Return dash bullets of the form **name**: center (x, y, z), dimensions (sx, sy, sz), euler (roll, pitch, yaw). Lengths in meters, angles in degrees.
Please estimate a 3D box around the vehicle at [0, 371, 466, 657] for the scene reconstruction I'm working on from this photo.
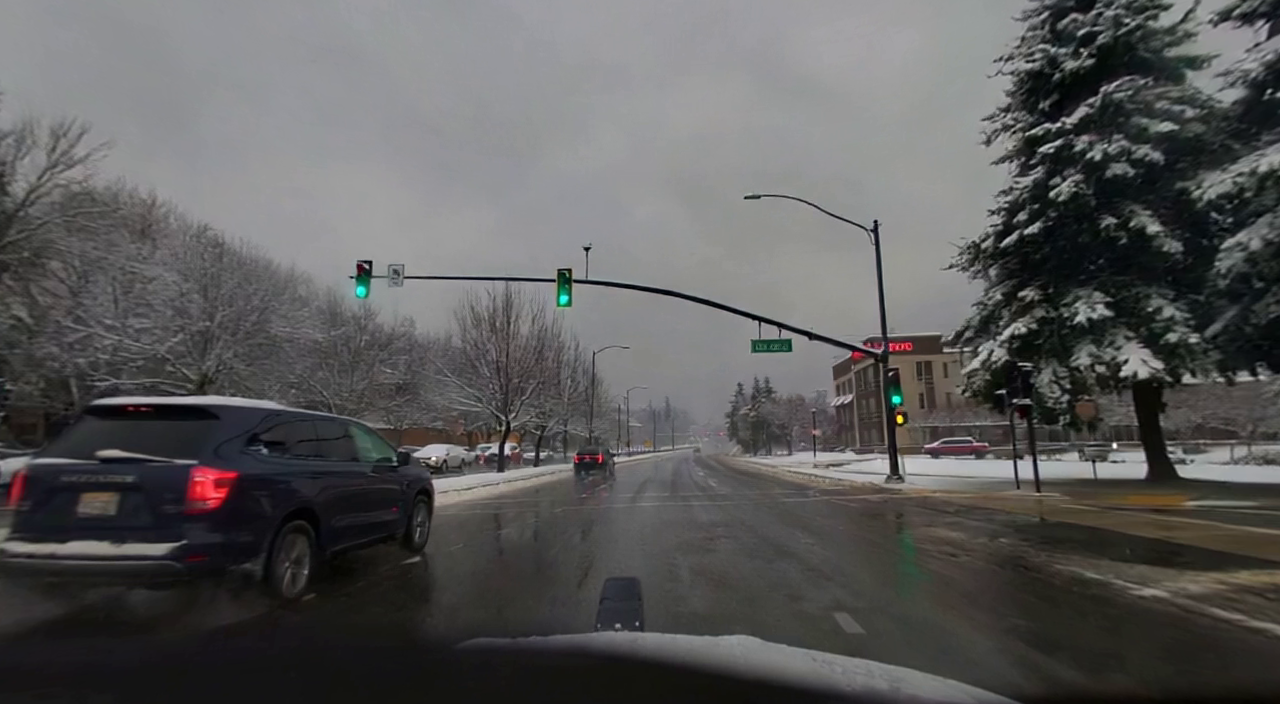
- **vehicle**: center (-3.770, 1.412, 6.630), dimensions (2.305, 1.833, 4.912), euler (-1, -9, 2)

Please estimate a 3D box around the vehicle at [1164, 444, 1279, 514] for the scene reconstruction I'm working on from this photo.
- **vehicle**: center (15.051, 2.950, 15.178), dimensions (4.668, 1.467, 2.103), euler (5, -10, -29)

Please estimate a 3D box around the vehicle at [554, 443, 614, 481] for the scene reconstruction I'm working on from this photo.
- **vehicle**: center (-2.435, 4.923, 28.614), dimensions (1.976, 1.571, 4.649), euler (-1, -9, 4)

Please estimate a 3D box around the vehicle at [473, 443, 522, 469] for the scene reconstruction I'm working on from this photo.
- **vehicle**: center (-10.069, 7.384, 45.082), dimensions (2.016, 1.710, 4.734), euler (-1, -9, 5)

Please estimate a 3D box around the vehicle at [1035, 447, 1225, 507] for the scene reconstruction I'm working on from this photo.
- **vehicle**: center (13.758, 3.391, 17.702), dimensions (5.074, 1.442, 2.216), euler (4, -10, -28)
